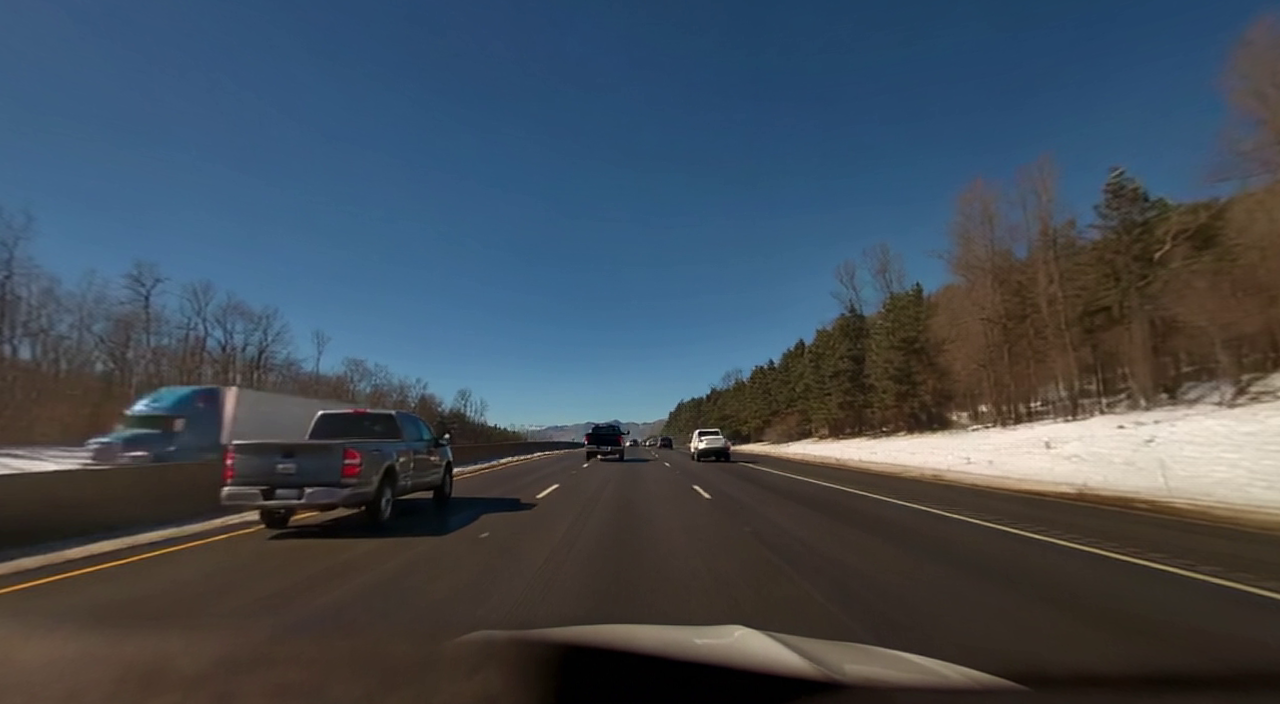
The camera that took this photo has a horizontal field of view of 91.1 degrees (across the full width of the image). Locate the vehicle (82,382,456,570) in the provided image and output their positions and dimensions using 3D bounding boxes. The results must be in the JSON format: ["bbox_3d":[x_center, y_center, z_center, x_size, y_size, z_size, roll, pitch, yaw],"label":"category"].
[{"bbox_3d":[-3.974,1.404,7.899,1.997,1.663,4.451,0,-8,0],"label":"vehicle"}]

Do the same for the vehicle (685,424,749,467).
[{"bbox_3d":[3.284,4.071,27.602,2.124,1.696,4.173,0,-8,-2],"label":"vehicle"}]

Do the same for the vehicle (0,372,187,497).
[{"bbox_3d":[-19.685,2.926,22.453,2.935,3.893,5.232,1,-8,-1],"label":"vehicle"}]

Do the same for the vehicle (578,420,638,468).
[{"bbox_3d":[-1.194,3.695,25.468,2.185,1.772,4.656,0,-8,0],"label":"vehicle"}]
